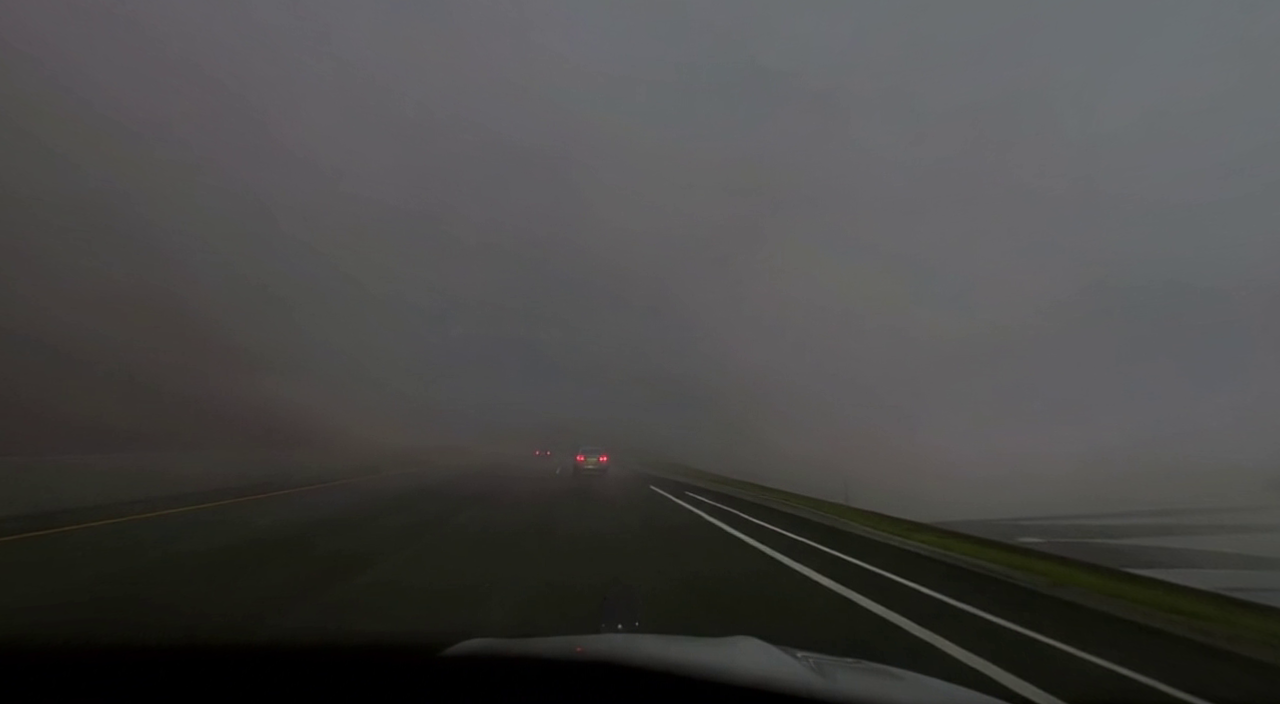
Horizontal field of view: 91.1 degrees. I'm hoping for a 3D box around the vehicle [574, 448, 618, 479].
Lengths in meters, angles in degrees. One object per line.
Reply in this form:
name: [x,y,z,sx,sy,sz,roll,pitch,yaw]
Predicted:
vehicle: [-2.325,5.752,32.688,2.140,1.455,4.135,0,-9,-5]
